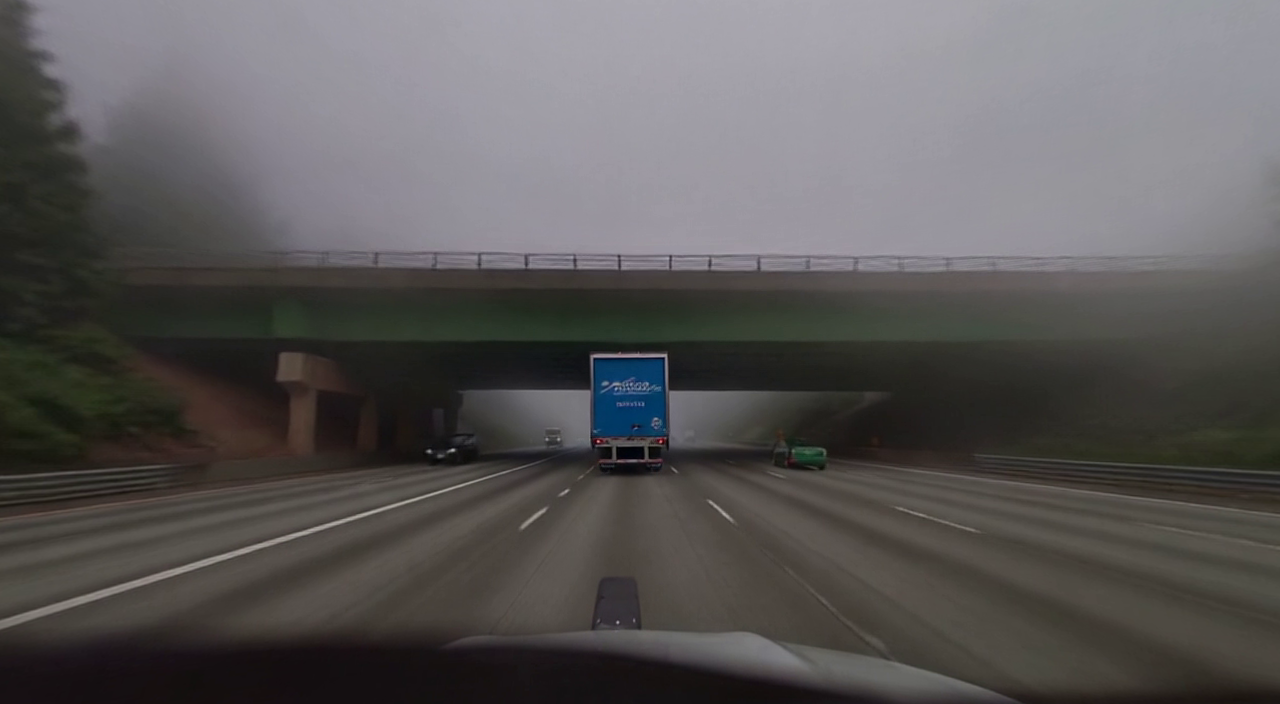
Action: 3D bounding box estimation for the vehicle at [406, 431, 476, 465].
[{"bbox_3d":[-8.998,4.353,28.841,1.955,1.453,3.855,0,-8,0],"label":"vehicle"}]

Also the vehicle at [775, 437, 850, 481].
[{"bbox_3d":[7.487,4.633,27.743,2.050,1.637,4.397,3,-7,0],"label":"vehicle"}]

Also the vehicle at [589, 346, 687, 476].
[{"bbox_3d":[-0.323,2.400,23.873,2.895,3.861,10.213,0,-8,-3],"label":"vehicle"}]
